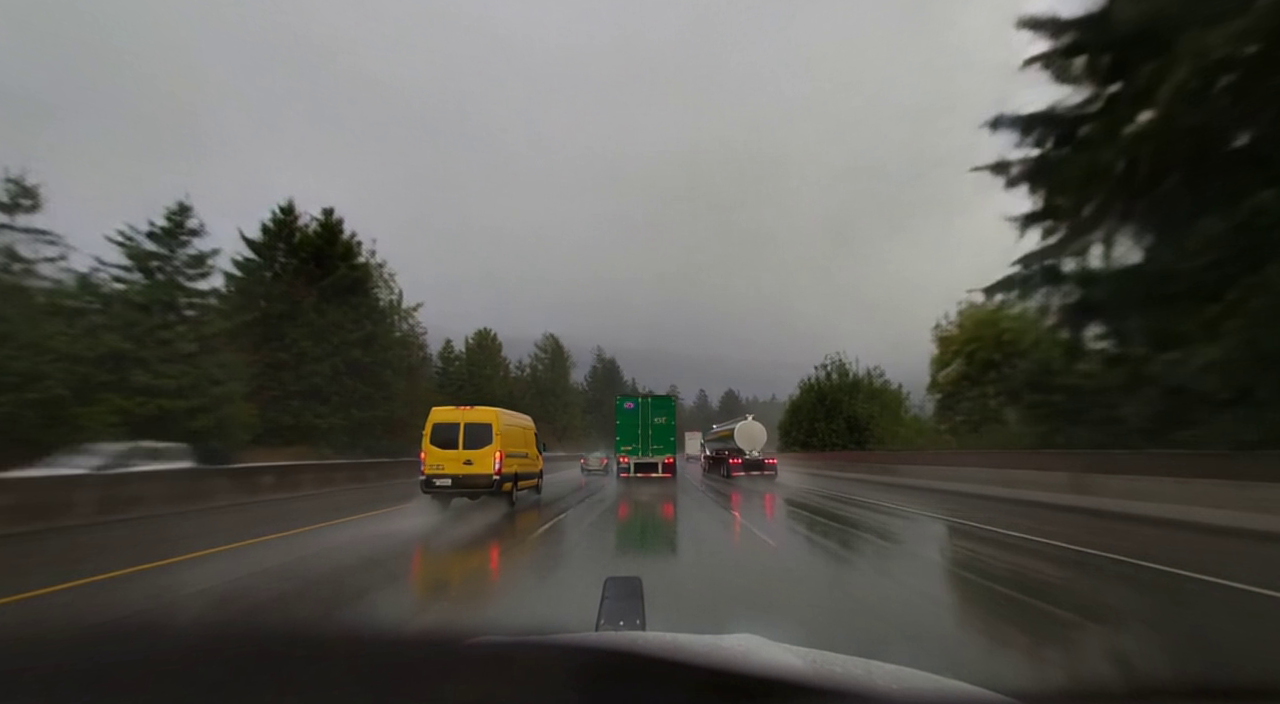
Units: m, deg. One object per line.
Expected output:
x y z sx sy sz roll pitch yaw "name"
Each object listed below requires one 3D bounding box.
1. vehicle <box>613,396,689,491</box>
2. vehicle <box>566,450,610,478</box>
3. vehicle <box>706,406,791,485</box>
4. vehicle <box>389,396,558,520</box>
0.237 4.078 27.562 2.773 3.455 9.118 0 -10 -2 "vehicle"
-3.164 6.942 39.383 2.134 1.652 4.439 -1 -9 3 "vehicle"
5.410 5.062 33.796 2.706 3.500 11.483 0 -9 1 "vehicle"
-3.897 2.720 16.435 2.525 2.572 6.260 0 -9 2 "vehicle"
